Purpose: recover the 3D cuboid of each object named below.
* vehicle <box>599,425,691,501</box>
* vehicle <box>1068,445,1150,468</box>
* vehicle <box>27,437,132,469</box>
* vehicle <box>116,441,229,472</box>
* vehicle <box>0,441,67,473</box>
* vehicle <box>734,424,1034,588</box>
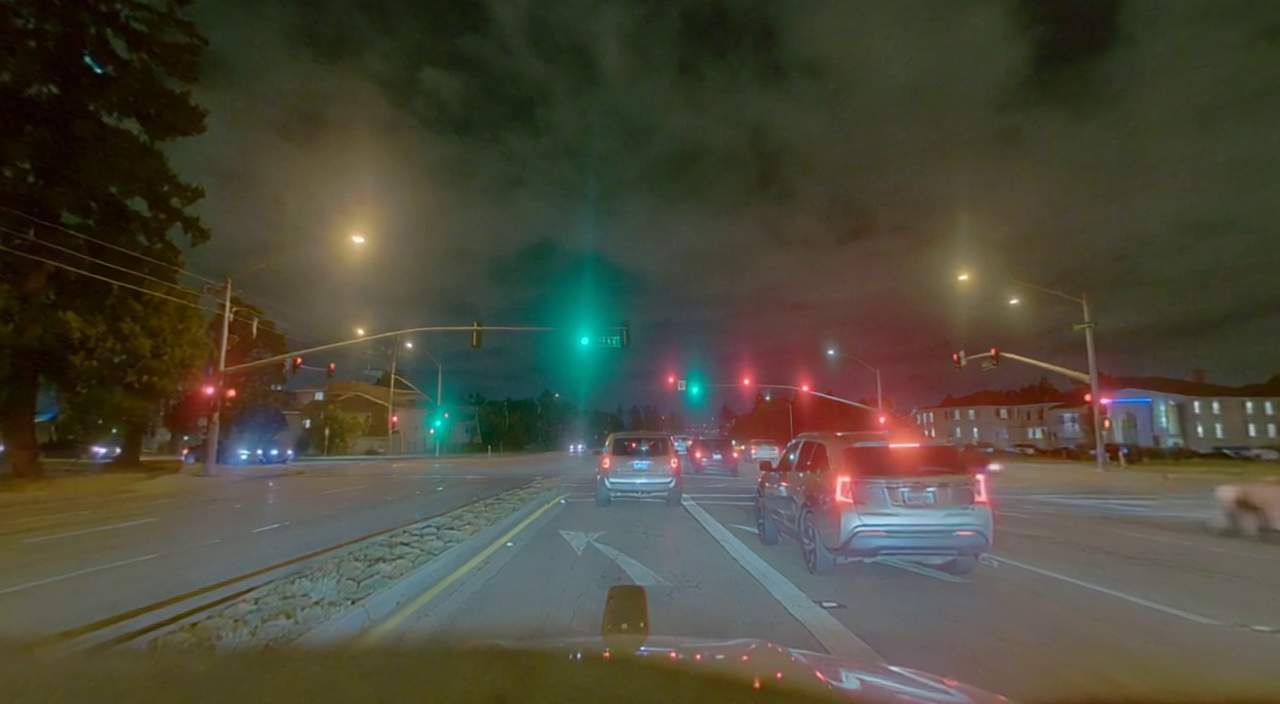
[{"bbox_3d":[0.073,2.837,16.488,2.099,1.705,4.020,0,-8,-1],"label":"vehicle"},{"bbox_3d":[33.097,7.362,44.505,4.215,1.618,1.949,0,-8,-2],"label":"vehicle"},{"bbox_3d":[-36.856,6.630,41.531,4.771,1.778,2.032,3,-8,-3],"label":"vehicle"},{"bbox_3d":[-26.346,5.888,35.634,4.724,1.630,1.968,0,-8,-3],"label":"vehicle"},{"bbox_3d":[-35.038,5.780,34.937,4.465,1.693,1.959,2,-9,-1],"label":"vehicle"},{"bbox_3d":[2.568,1.741,8.038,2.009,1.480,4.423,0,-8,-1],"label":"vehicle"}]
